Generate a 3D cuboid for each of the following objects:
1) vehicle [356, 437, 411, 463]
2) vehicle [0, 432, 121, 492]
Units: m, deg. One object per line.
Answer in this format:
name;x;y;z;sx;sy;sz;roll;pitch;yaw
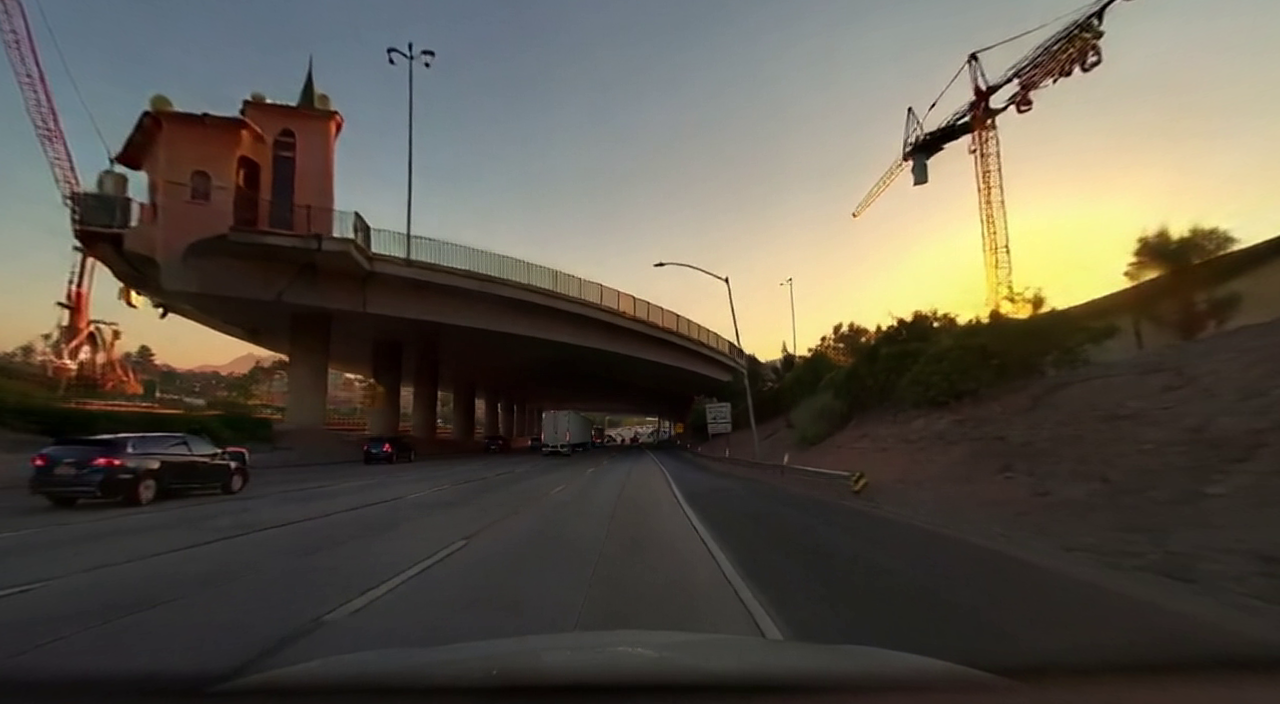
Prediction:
vehicle;-18.305;7.015;45.342;1.932;1.752;4.541;0;-9;1
vehicle;-18.403;3.265;19.001;1.866;1.609;4.315;0;-9;0
